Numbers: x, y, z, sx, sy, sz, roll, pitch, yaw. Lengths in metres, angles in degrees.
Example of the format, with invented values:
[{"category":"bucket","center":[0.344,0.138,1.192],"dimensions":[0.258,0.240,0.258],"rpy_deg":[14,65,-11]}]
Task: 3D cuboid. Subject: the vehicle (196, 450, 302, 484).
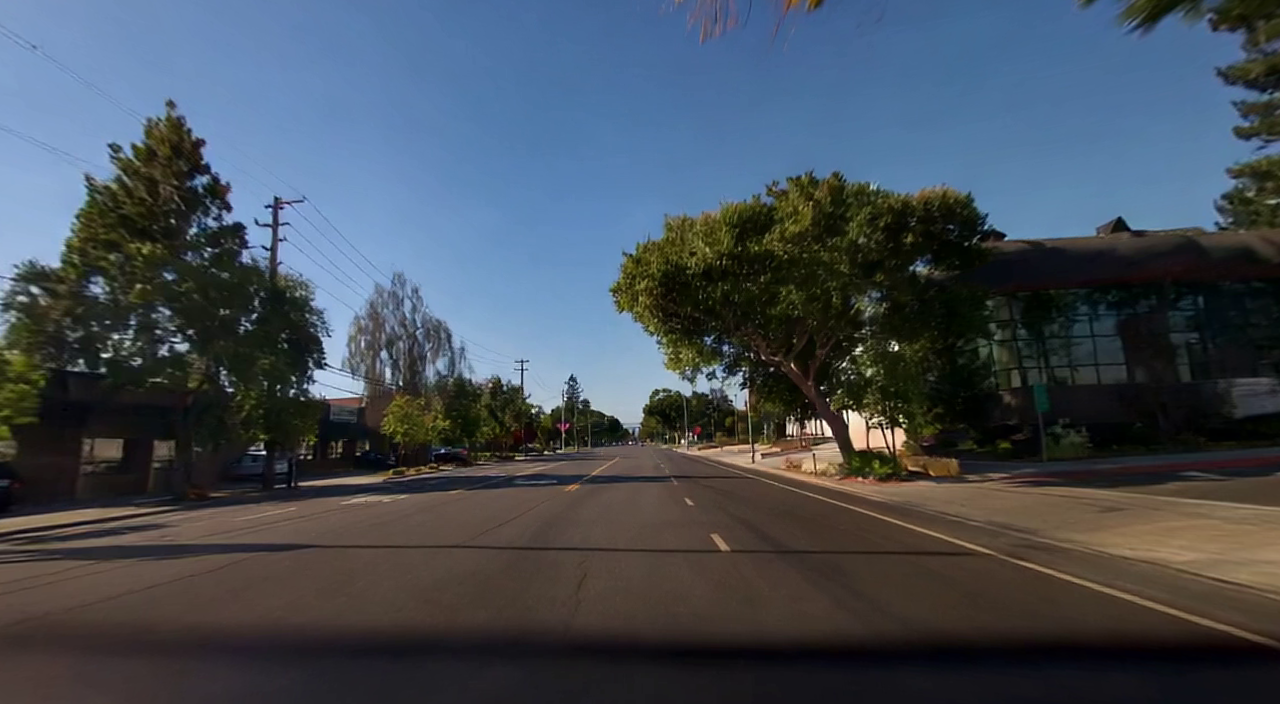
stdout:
[{"category":"vehicle","center":[-21.461,6.305,34.781],"dimensions":[4.530,1.759,1.943],"rpy_deg":[0,-8,1]}]
